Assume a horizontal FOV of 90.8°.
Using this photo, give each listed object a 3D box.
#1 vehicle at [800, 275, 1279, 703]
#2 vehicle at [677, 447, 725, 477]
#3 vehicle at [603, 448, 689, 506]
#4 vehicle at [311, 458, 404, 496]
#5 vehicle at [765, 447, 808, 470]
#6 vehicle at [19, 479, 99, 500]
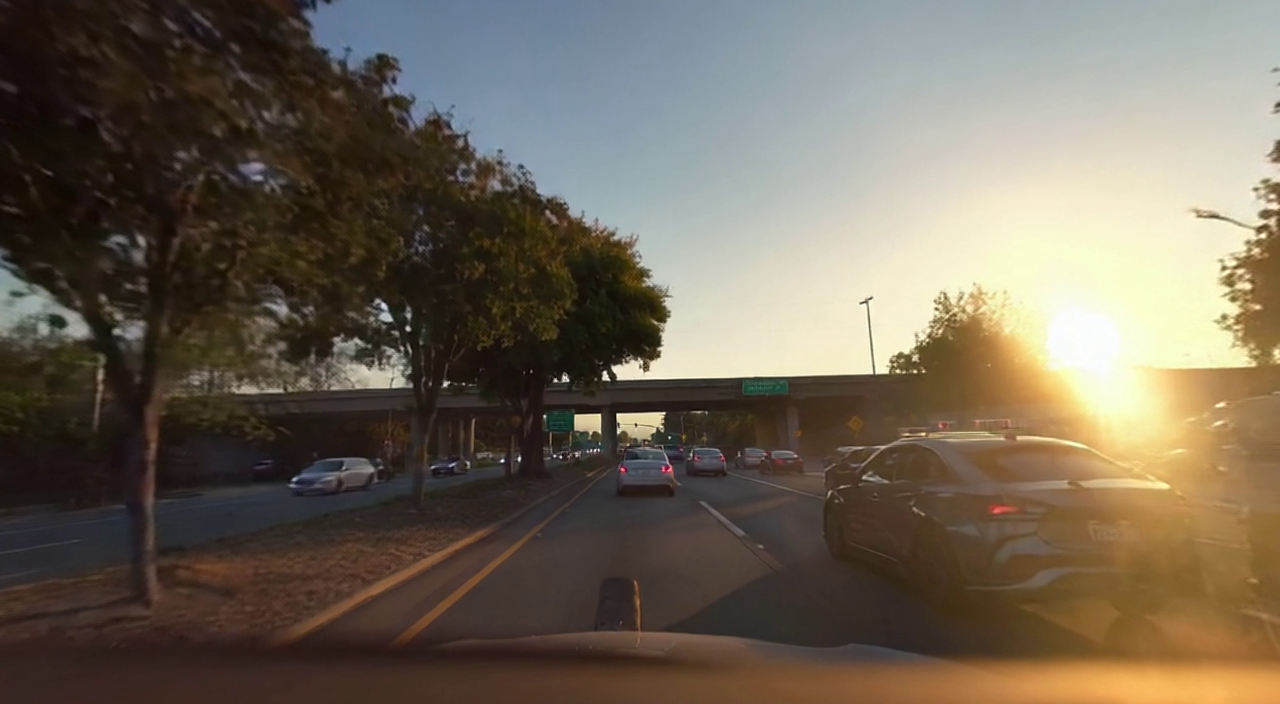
[{"bbox_3d":[3.456,1.134,5.263,2.719,2.033,5.876,0,-9,0],"label":"vehicle"},{"bbox_3d":[3.109,5.733,33.107,1.962,1.431,4.205,0,-8,-1],"label":"vehicle"},{"bbox_3d":[0.131,3.274,16.969,2.027,1.341,3.775,0,-8,0],"label":"vehicle"},{"bbox_3d":[-12.191,5.403,27.636,1.927,1.439,4.537,0,-8,1],"label":"vehicle"},{"bbox_3d":[9.847,7.193,42.678,1.839,1.453,3.992,0,-8,-1],"label":"vehicle"},{"bbox_3d":[-45.738,10.802,49.791,4.468,1.486,1.893,0,-9,1],"label":"vehicle"}]
